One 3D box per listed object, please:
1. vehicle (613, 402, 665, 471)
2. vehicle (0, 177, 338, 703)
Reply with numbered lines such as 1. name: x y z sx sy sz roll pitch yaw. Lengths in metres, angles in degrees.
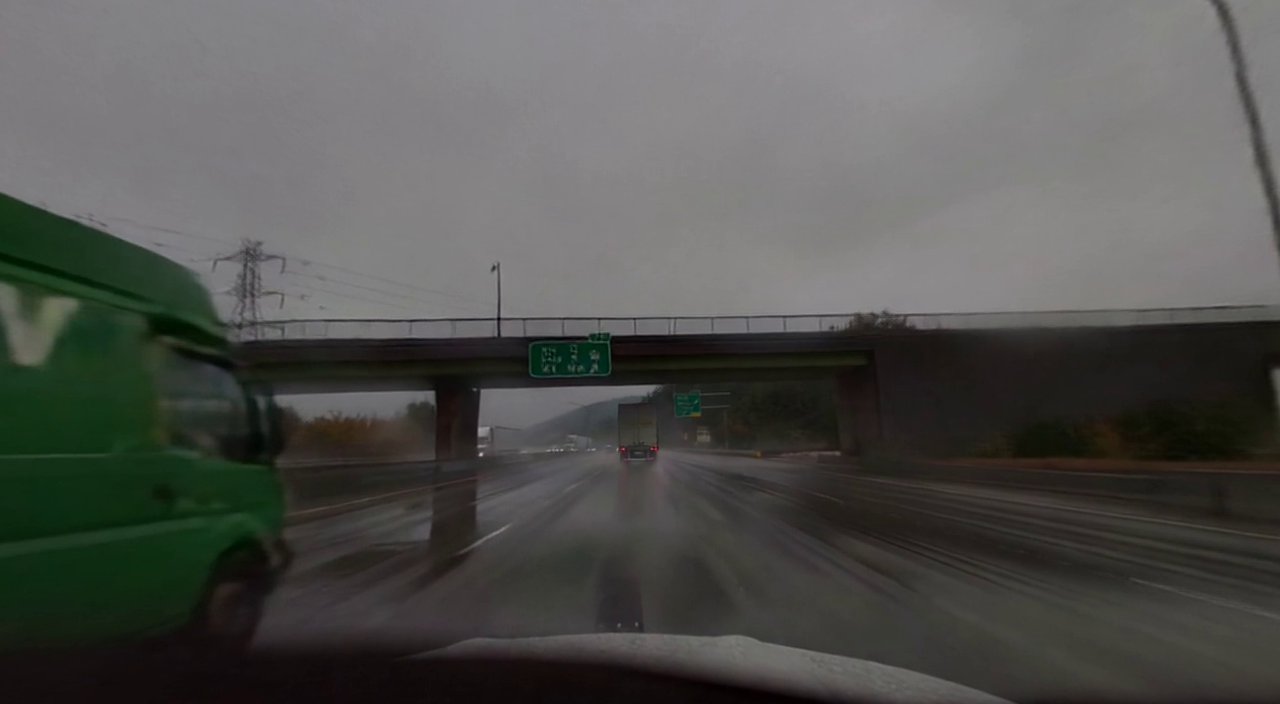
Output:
1. vehicle: -0.165 5.900 43.031 3.025 4.002 12.709 0 -9 -1
2. vehicle: -3.608 0.519 2.178 2.404 2.371 5.310 0 -9 0
